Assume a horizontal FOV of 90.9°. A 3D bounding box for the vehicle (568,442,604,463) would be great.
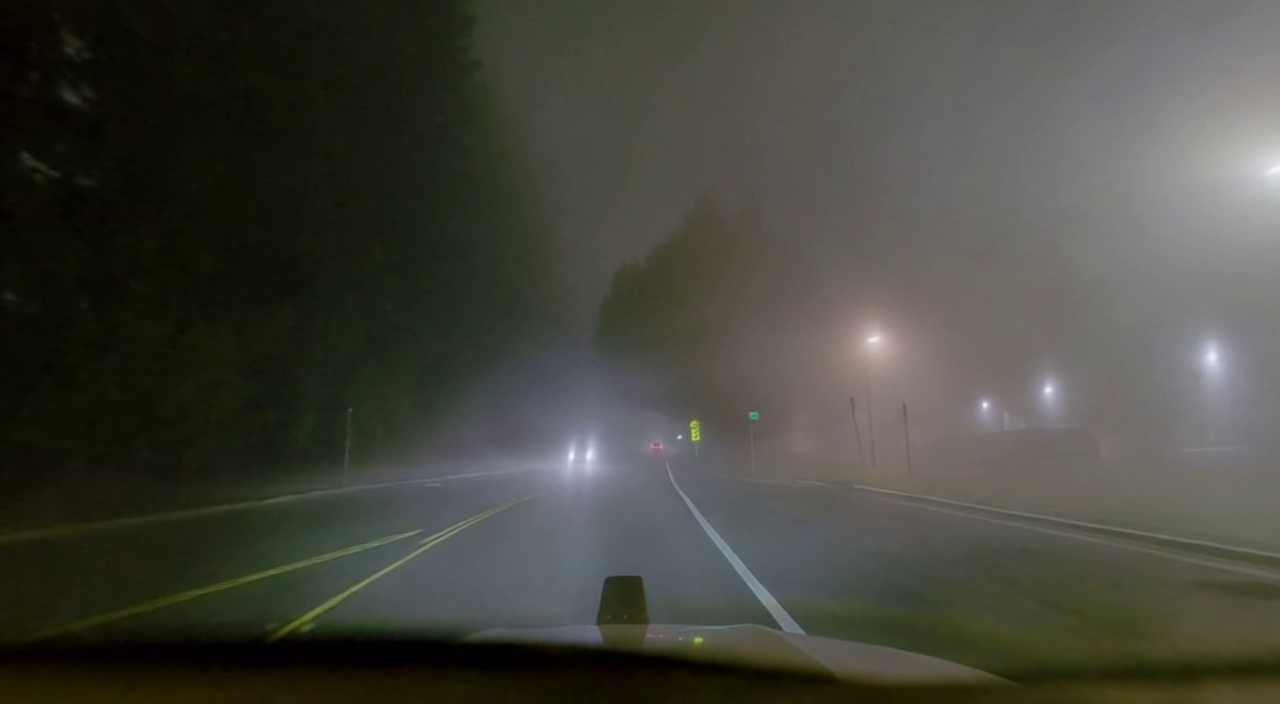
[{"bbox_3d":[-3.658,6.908,43.393,1.923,1.366,3.965,-1,-8,3],"label":"vehicle"}]
